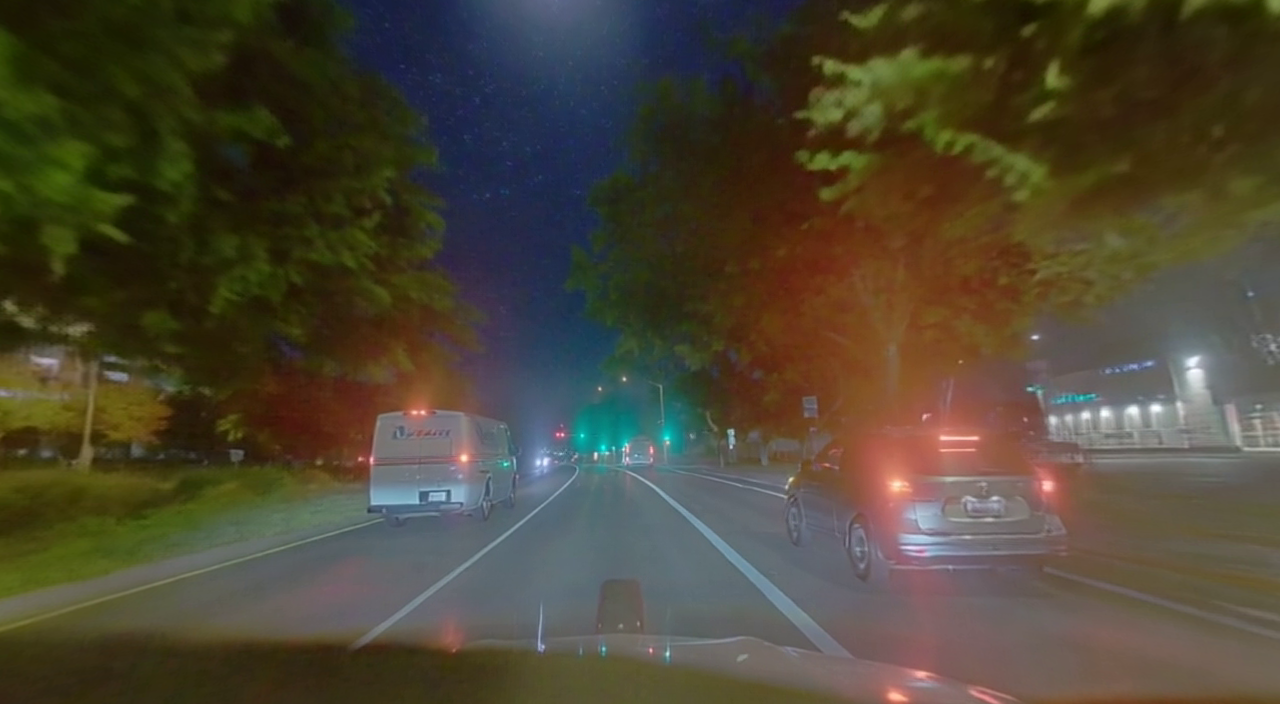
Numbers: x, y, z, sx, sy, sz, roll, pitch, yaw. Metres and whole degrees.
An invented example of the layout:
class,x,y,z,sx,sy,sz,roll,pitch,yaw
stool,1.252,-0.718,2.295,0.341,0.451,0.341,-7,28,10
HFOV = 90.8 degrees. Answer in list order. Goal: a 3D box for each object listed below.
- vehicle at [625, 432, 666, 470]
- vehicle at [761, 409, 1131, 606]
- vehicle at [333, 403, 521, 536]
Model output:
class,x,y,z,sx,sy,sz,roll,pitch,yaw
vehicle,0.319,7.080,45.299,2.397,2.566,5.324,1,-9,-6
vehicle,3.078,1.689,7.789,2.087,1.658,4.612,0,-9,-2
vehicle,-4.041,2.330,13.054,2.420,2.227,4.499,0,-9,-2
